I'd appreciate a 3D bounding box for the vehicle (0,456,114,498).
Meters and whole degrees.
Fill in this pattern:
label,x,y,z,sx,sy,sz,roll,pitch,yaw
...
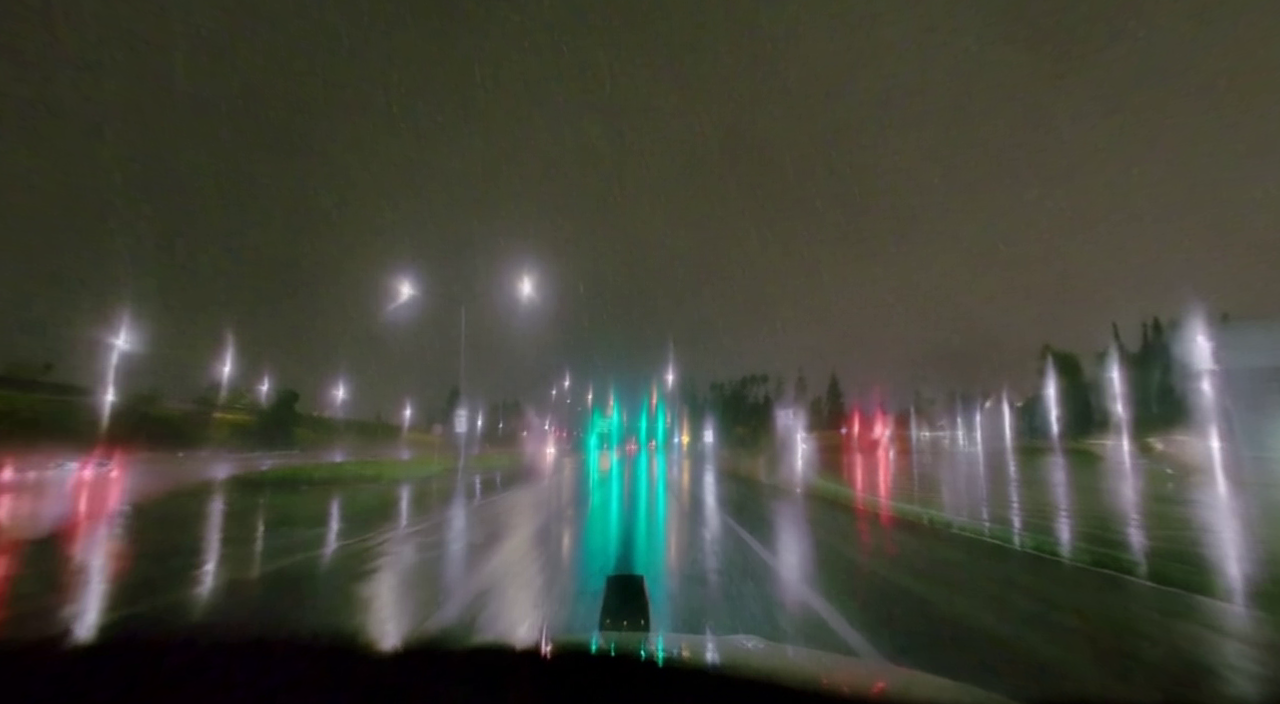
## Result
label,x,y,z,sx,sy,sz,roll,pitch,yaw
vehicle,-25.761,5.357,27.152,4.495,1.641,1.966,-1,-9,4
